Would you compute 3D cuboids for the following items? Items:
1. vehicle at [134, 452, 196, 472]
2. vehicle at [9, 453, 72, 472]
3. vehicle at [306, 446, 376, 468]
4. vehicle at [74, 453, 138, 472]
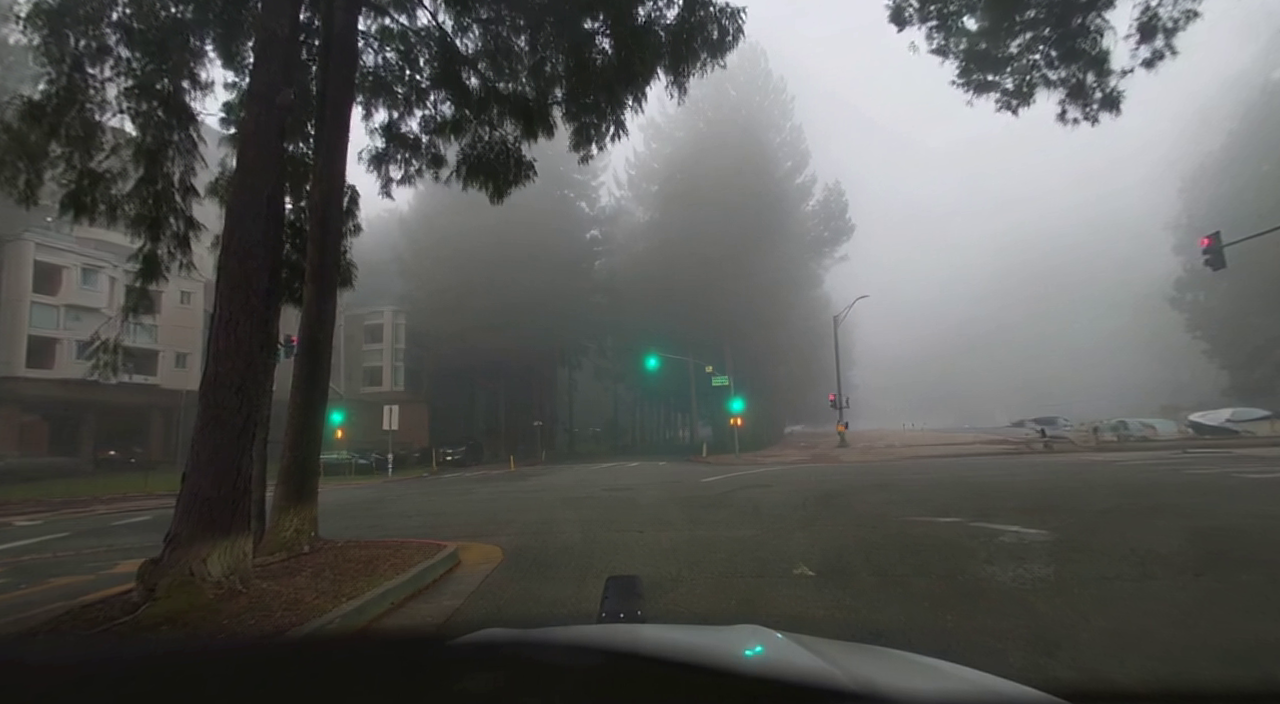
[{"bbox_3d":[-36.460,8.459,48.580,1.709,1.410,3.945,0,-9,-1],"label":"vehicle"},{"bbox_3d":[-46.376,8.555,48.930,1.627,1.392,3.330,0,-9,-1],"label":"vehicle"},{"bbox_3d":[-22.011,7.763,46.570,4.207,1.508,1.875,-1,-9,3],"label":"vehicle"},{"bbox_3d":[-41.410,8.568,49.086,1.651,1.379,3.787,0,-9,0],"label":"vehicle"}]
